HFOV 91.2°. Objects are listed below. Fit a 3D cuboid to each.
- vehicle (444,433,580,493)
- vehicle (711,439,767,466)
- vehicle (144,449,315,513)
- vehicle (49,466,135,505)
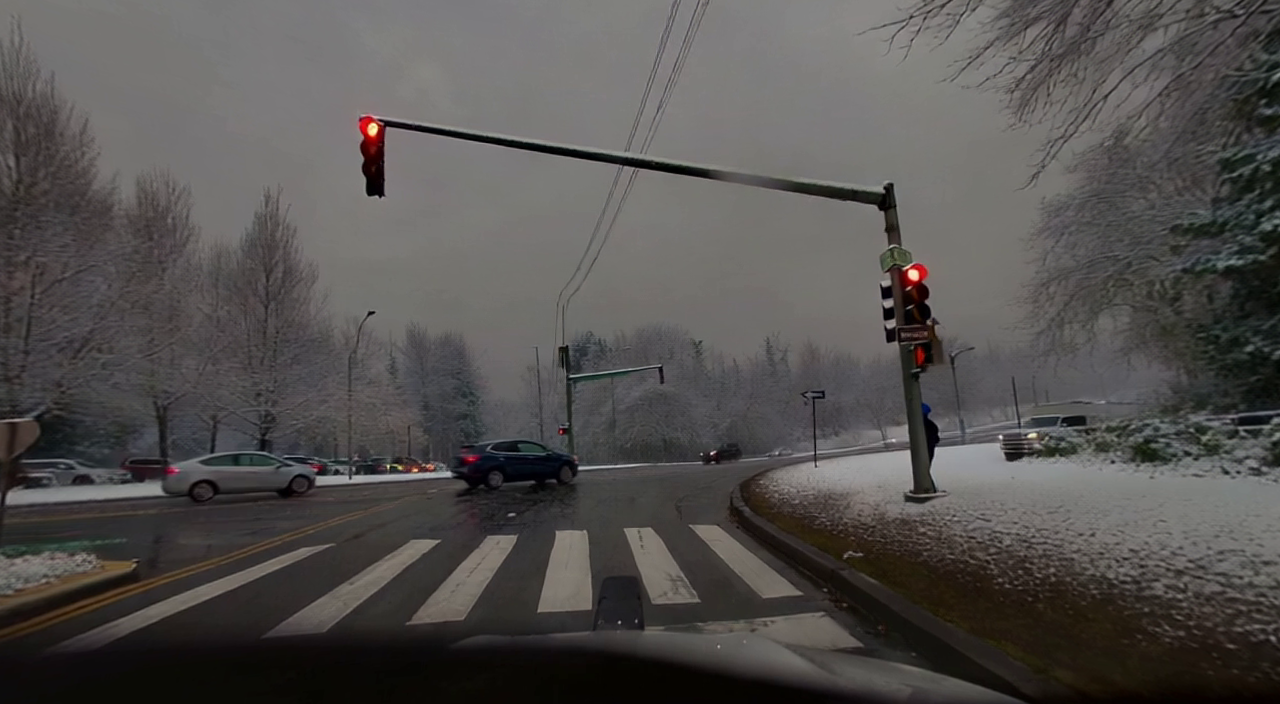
[{"bbox_3d":[-4.342,3.808,21.851,1.988,1.853,4.314,-7,-11,38],"label":"vehicle"},{"bbox_3d":[7.001,7.023,43.942,1.867,1.743,4.259,-8,-11,40],"label":"vehicle"},{"bbox_3d":[-12.250,3.807,18.967,1.832,1.674,3.805,-5,-10,27],"label":"vehicle"},{"bbox_3d":[-25.429,6.152,29.248,1.694,1.528,4.225,3,-9,-23],"label":"vehicle"}]
